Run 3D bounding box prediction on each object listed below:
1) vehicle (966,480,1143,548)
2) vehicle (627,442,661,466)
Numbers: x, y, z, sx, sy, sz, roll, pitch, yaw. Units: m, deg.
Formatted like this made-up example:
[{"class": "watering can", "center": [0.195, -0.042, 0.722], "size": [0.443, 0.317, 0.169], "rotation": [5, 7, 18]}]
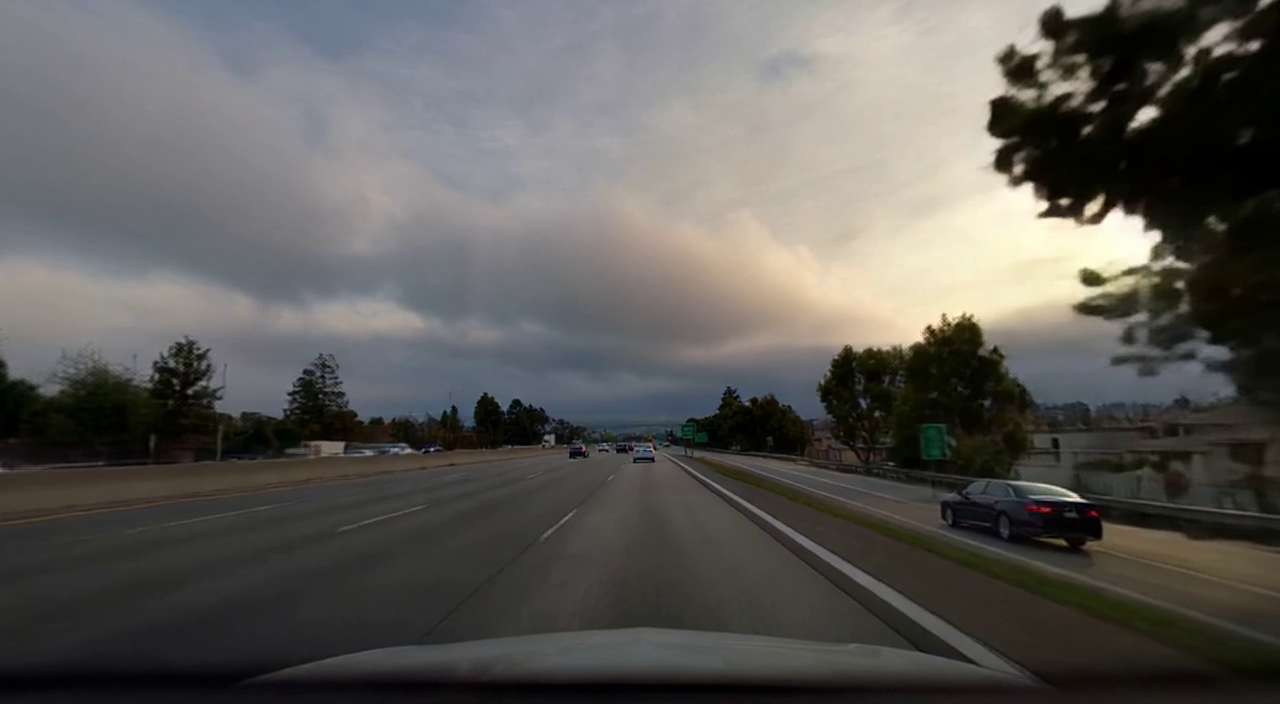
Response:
[{"class": "vehicle", "center": [16.036, 6.255, 25.002], "size": [2.599, 1.962, 5.759], "rotation": [1, -8, -7]}, {"class": "vehicle", "center": [0.263, 6.546, 40.595], "size": [2.051, 1.443, 3.770], "rotation": [-1, -8, 1]}]
